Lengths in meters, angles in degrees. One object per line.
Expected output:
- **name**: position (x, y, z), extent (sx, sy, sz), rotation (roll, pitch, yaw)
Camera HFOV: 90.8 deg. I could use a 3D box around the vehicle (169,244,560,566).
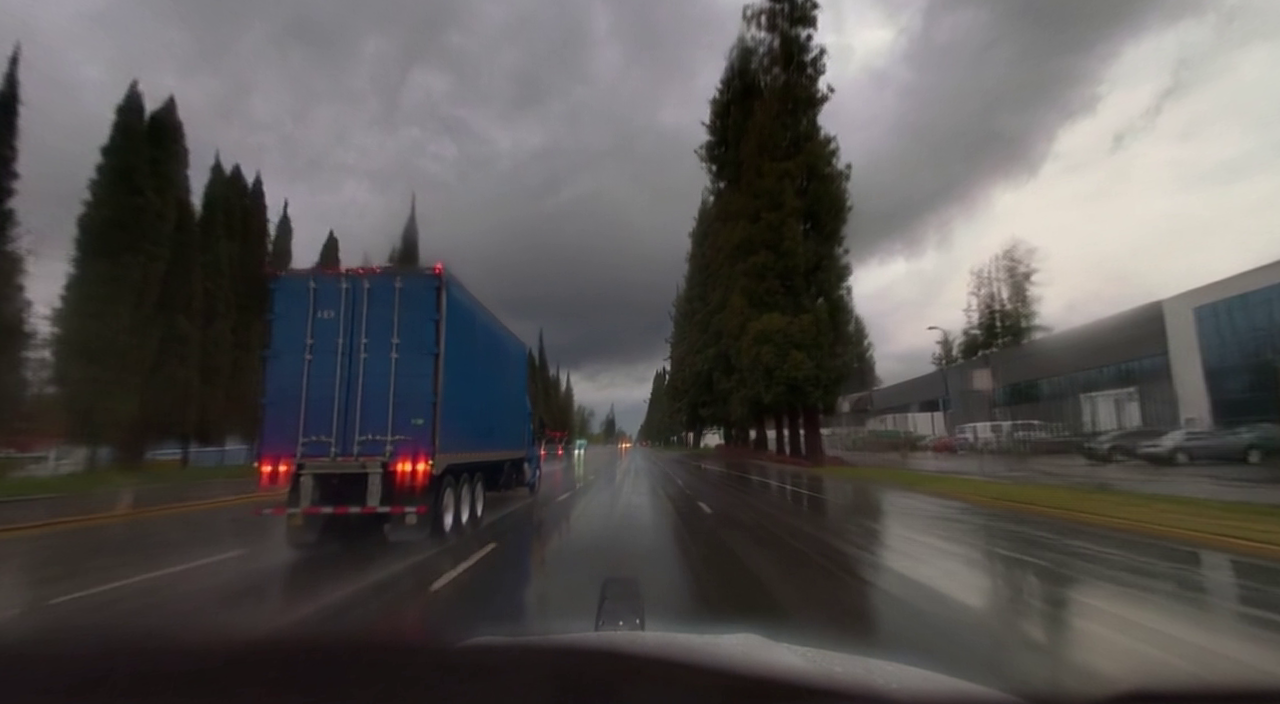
- **vehicle**: position (-3.386, 1.106, 10.861), extent (2.910, 3.419, 8.376), rotation (0, -8, 0)
